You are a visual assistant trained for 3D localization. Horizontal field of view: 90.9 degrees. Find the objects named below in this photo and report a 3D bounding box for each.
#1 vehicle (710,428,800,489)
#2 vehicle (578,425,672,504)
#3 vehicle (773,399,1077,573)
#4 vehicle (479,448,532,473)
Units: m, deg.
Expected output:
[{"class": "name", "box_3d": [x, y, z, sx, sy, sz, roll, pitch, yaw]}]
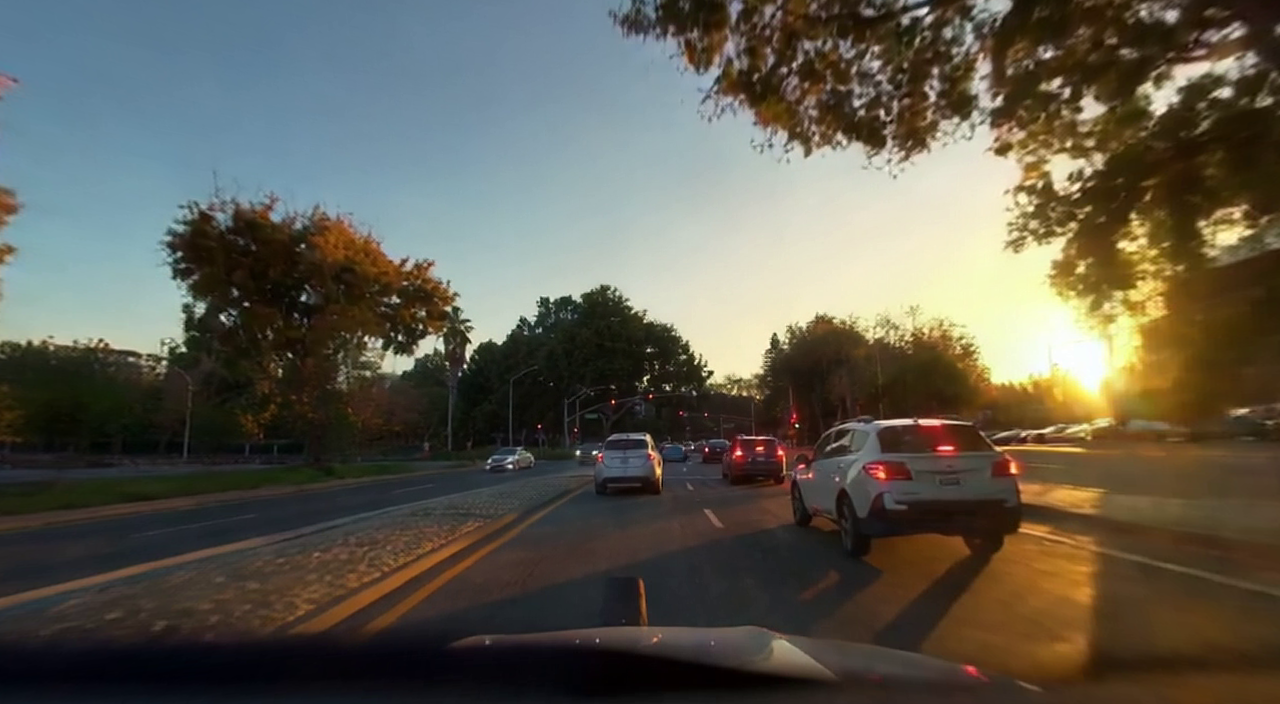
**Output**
[{"class": "vehicle", "box_3d": [3.899, 3.748, 22.610, 2.317, 1.857, 5.940, 0, -8, 2]}, {"class": "vehicle", "box_3d": [-0.245, 2.846, 16.352, 2.113, 1.768, 3.901, 0, -8, 3]}, {"class": "vehicle", "box_3d": [3.404, 1.709, 8.830, 2.114, 1.765, 4.647, 0, -8, 1]}, {"class": "vehicle", "box_3d": [-8.540, 6.890, 40.434, 1.953, 1.476, 4.747, -1, -9, 6]}]
